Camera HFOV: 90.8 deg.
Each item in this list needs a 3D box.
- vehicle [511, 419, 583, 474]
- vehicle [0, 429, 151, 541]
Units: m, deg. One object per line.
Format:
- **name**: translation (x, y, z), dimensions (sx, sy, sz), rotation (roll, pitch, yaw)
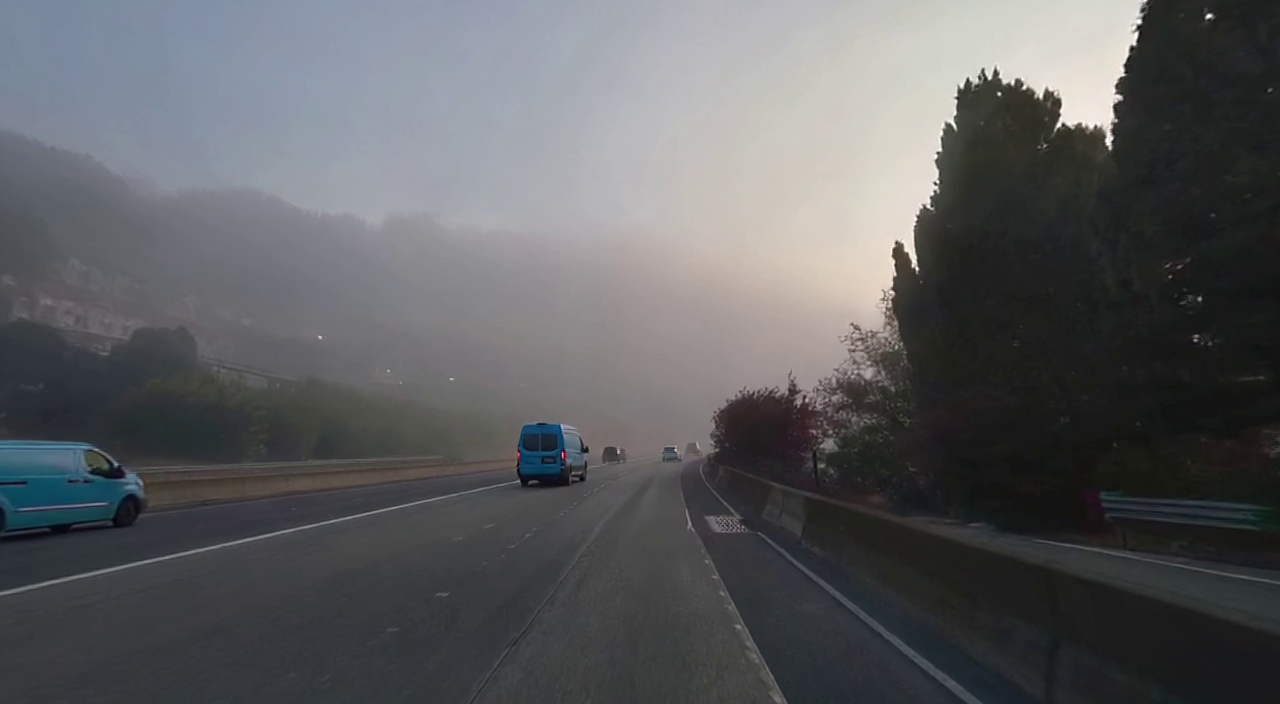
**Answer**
- **vehicle**: translation (-4.904, 5.181, 34.525), dimensions (2.314, 2.703, 6.441), rotation (-1, -9, 6)
- **vehicle**: translation (-9.691, 1.880, 9.037), dimensions (1.821, 1.524, 4.342), rotation (0, -9, 1)
